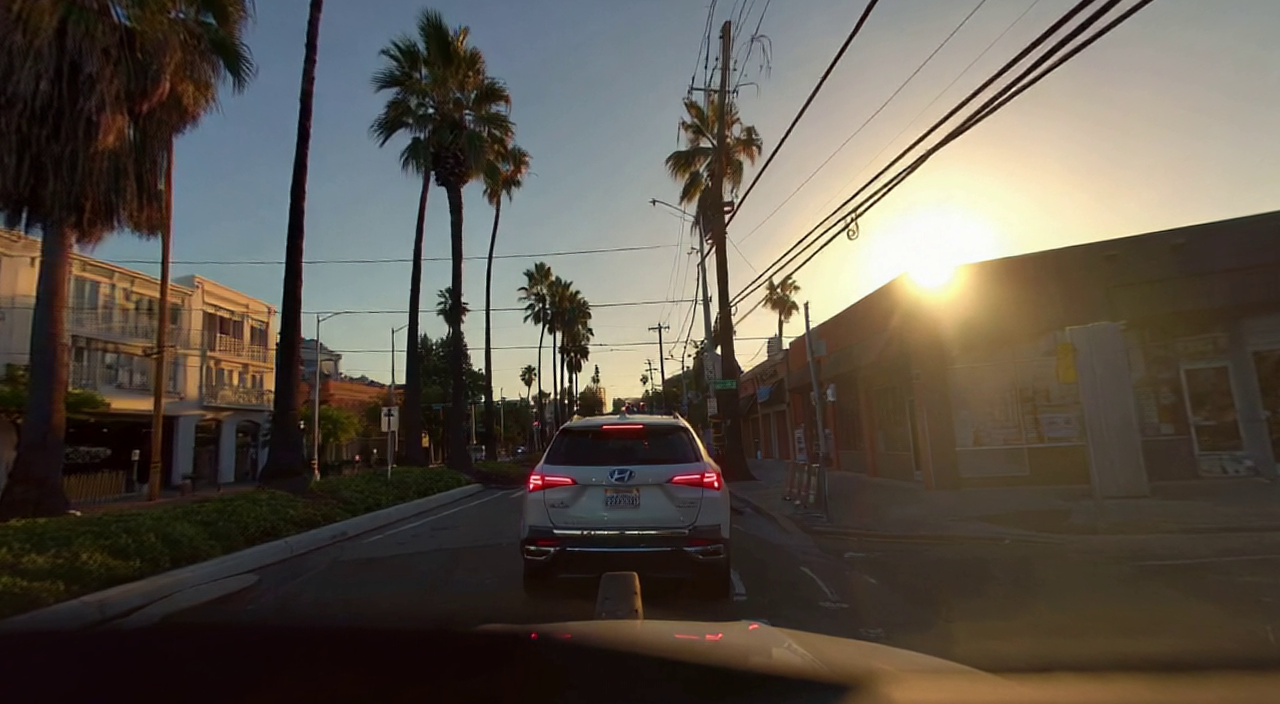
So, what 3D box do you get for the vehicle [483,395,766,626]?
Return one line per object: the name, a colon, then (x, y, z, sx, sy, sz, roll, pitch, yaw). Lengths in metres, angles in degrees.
vehicle: (-0.198, 1.452, 6.680, 2.105, 1.702, 3.750, 0, -8, -3)
